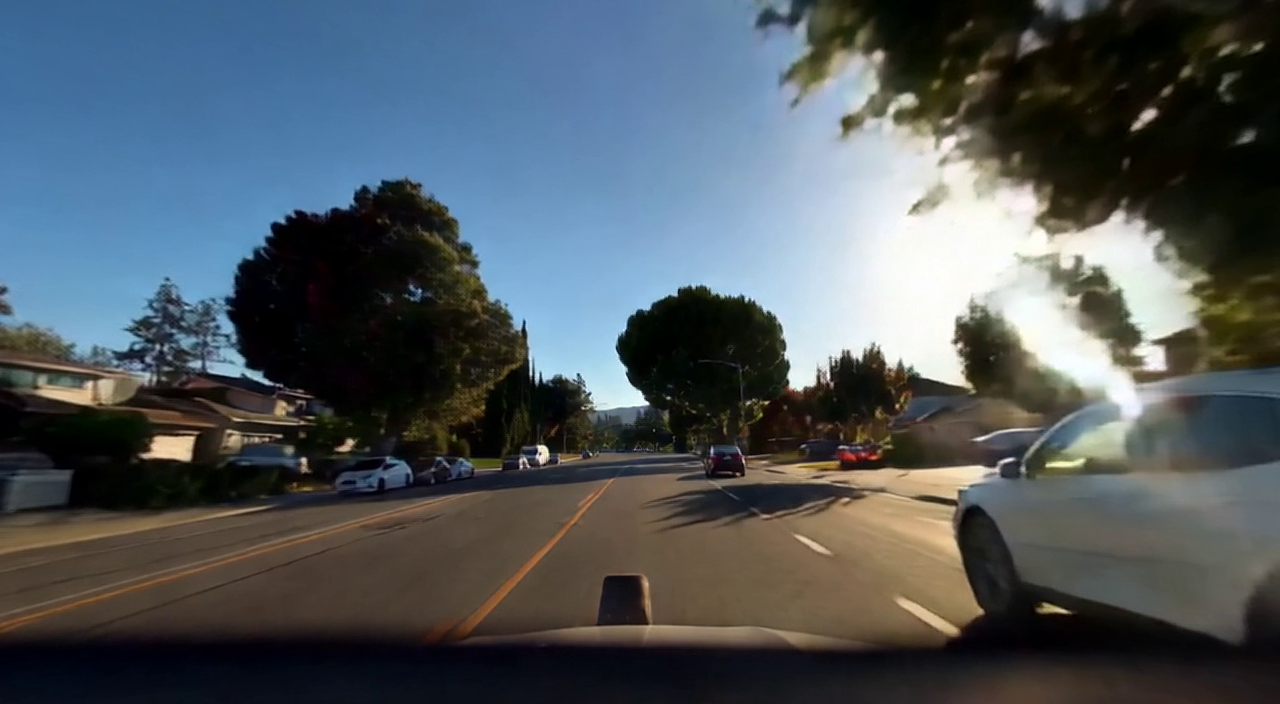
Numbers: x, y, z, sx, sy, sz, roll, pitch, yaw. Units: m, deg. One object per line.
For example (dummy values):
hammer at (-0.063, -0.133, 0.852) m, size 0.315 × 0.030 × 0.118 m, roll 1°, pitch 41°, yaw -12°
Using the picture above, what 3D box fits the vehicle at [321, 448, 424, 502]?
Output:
vehicle at (-10.479, 4.788, 25.094) m, size 2.083 × 1.791 × 4.585 m, roll -4°, pitch -9°, yaw 0°

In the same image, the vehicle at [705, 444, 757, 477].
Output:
vehicle at (4.476, 5.374, 31.556) m, size 1.956 × 1.492 × 4.425 m, roll -1°, pitch -9°, yaw 1°

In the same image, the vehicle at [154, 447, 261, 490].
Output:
vehicle at (-20.160, 5.421, 29.626) m, size 1.918 × 1.767 × 4.063 m, roll -3°, pitch -9°, yaw 4°

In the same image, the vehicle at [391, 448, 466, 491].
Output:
vehicle at (-10.328, 5.733, 31.125) m, size 2.231 × 1.736 × 4.630 m, roll -5°, pitch -9°, yaw -2°

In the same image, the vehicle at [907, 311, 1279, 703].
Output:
vehicle at (4.036, 0.901, 3.586) m, size 2.497 × 1.889 × 5.833 m, roll 0°, pitch -9°, yaw 0°

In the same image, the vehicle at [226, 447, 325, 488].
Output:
vehicle at (-17.352, 5.476, 30.293) m, size 1.914 × 1.792 × 4.470 m, roll -1°, pitch -9°, yaw 3°

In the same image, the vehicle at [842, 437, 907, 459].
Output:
vehicle at (17.935, 7.383, 48.282) m, size 4.065 × 1.557 × 2.107 m, roll 0°, pitch -9°, yaw -1°

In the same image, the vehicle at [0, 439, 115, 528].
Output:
vehicle at (-16.652, 3.138, 15.319) m, size 5.615 × 1.953 × 2.359 m, roll -1°, pitch -9°, yaw 1°
